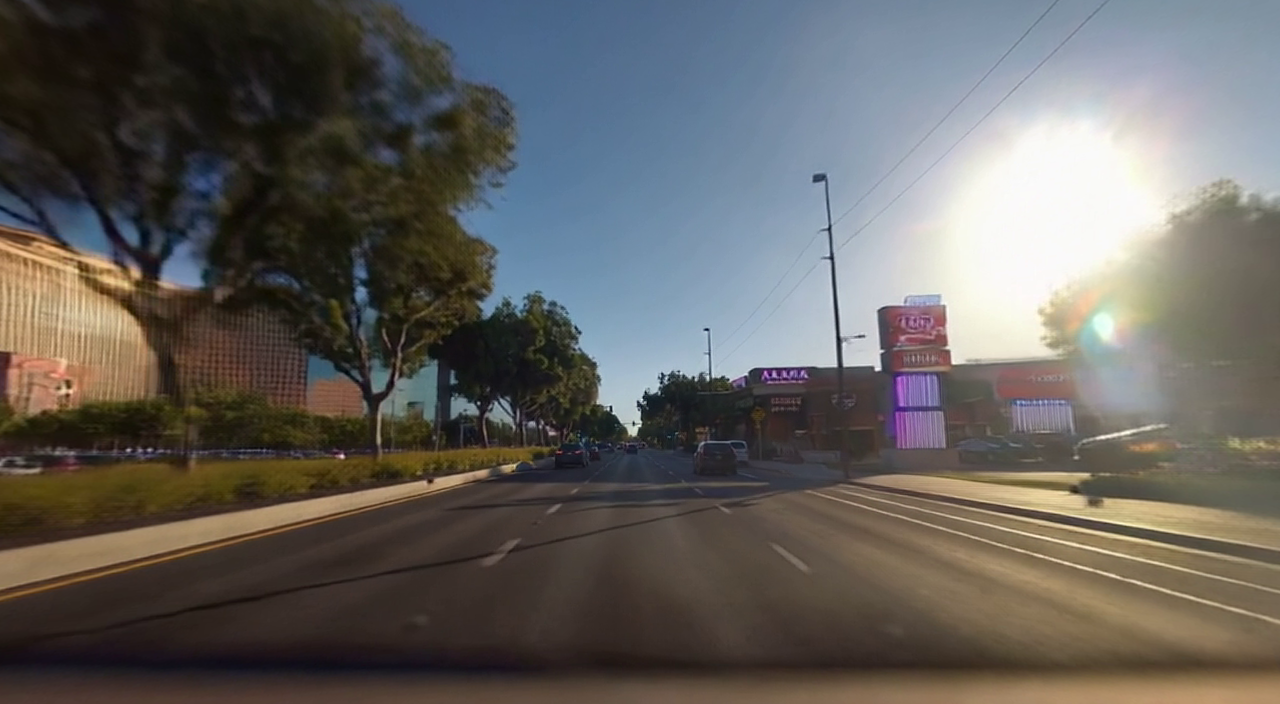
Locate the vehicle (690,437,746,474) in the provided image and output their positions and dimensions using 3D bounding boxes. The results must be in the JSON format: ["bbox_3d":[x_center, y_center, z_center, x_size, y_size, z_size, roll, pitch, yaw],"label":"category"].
[{"bbox_3d":[3.833,5.168,31.650,2.083,1.743,4.354,0,-8,-2],"label":"vehicle"}]

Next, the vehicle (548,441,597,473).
[{"bbox_3d":[-3.302,5.174,31.390,2.005,1.477,4.169,0,-8,0],"label":"vehicle"}]
